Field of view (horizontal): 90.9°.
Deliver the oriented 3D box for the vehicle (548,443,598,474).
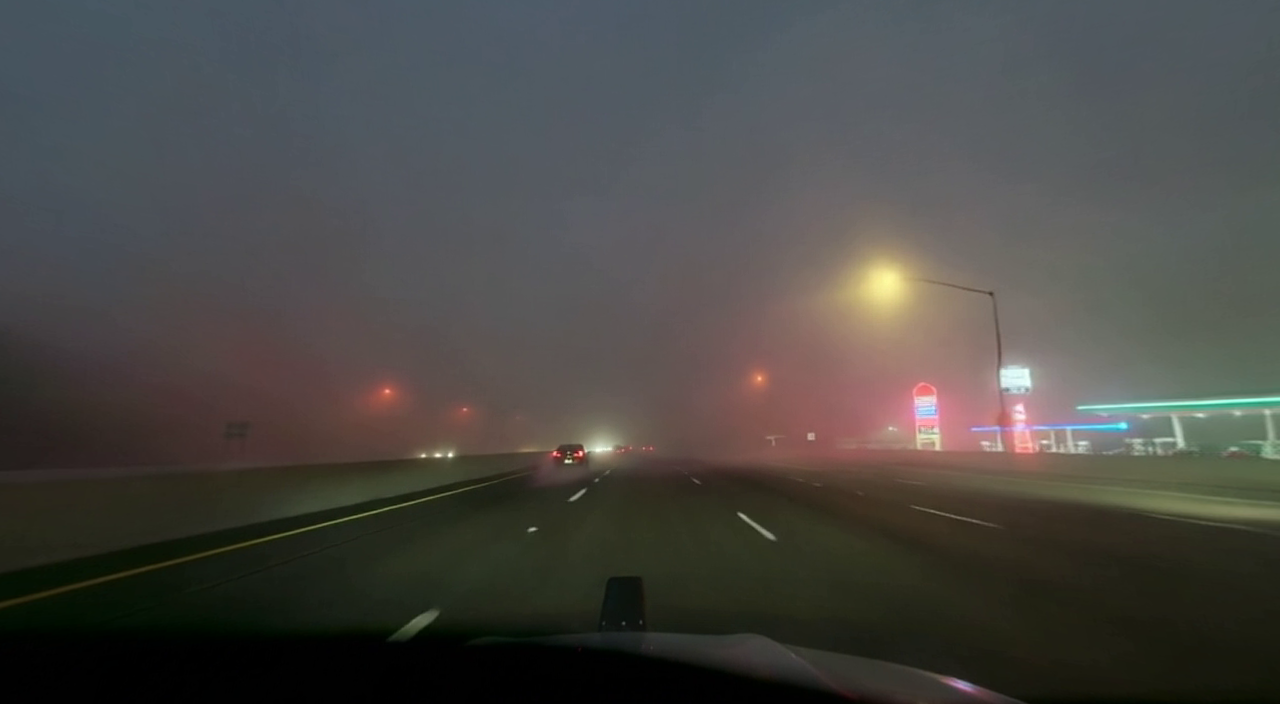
[{"bbox_3d":[-3.386,5.498,32.752,2.114,1.510,4.186,-1,-9,1],"label":"vehicle"}]
